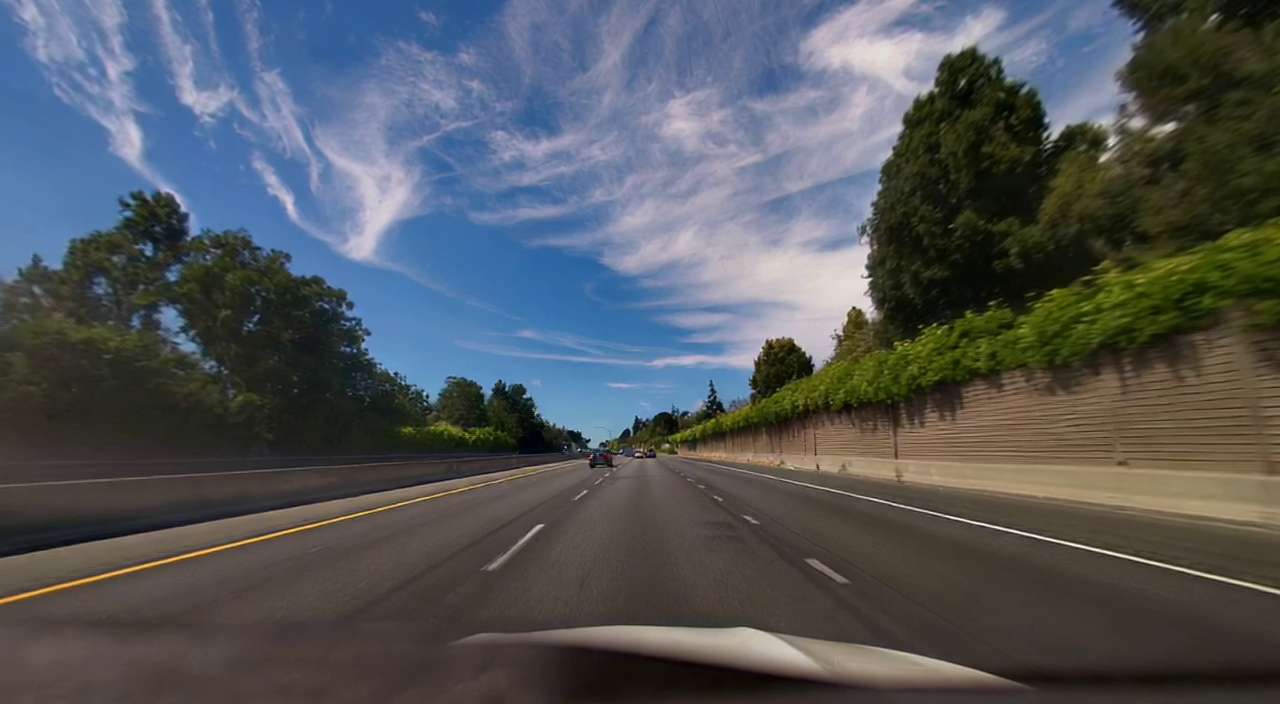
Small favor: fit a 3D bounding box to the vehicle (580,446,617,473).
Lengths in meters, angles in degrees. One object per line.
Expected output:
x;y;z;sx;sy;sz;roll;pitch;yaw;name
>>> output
-2.378;6.344;37.357;1.873;1.529;3.953;0;-9;1;vehicle
